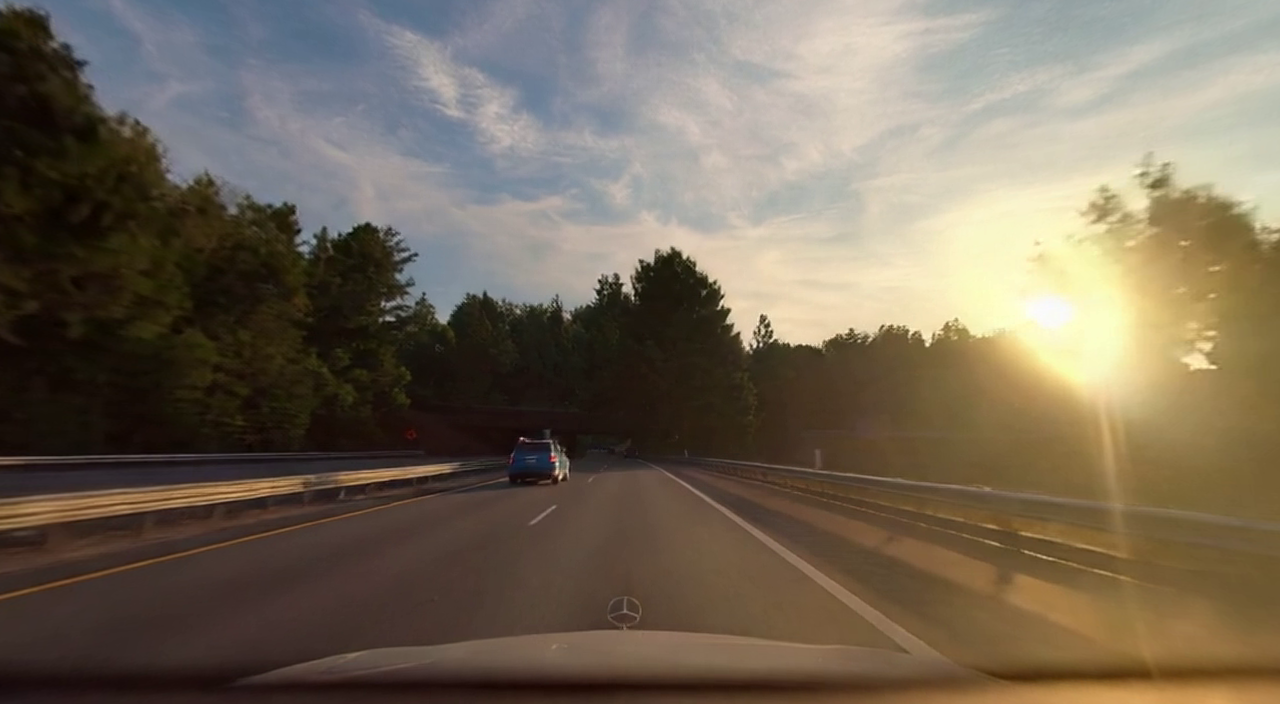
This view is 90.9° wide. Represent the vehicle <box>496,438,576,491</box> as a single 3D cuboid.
[{"bbox_3d":[-3.717,4.105,23.348,2.135,1.755,4.476,0,-9,1],"label":"vehicle"}]
